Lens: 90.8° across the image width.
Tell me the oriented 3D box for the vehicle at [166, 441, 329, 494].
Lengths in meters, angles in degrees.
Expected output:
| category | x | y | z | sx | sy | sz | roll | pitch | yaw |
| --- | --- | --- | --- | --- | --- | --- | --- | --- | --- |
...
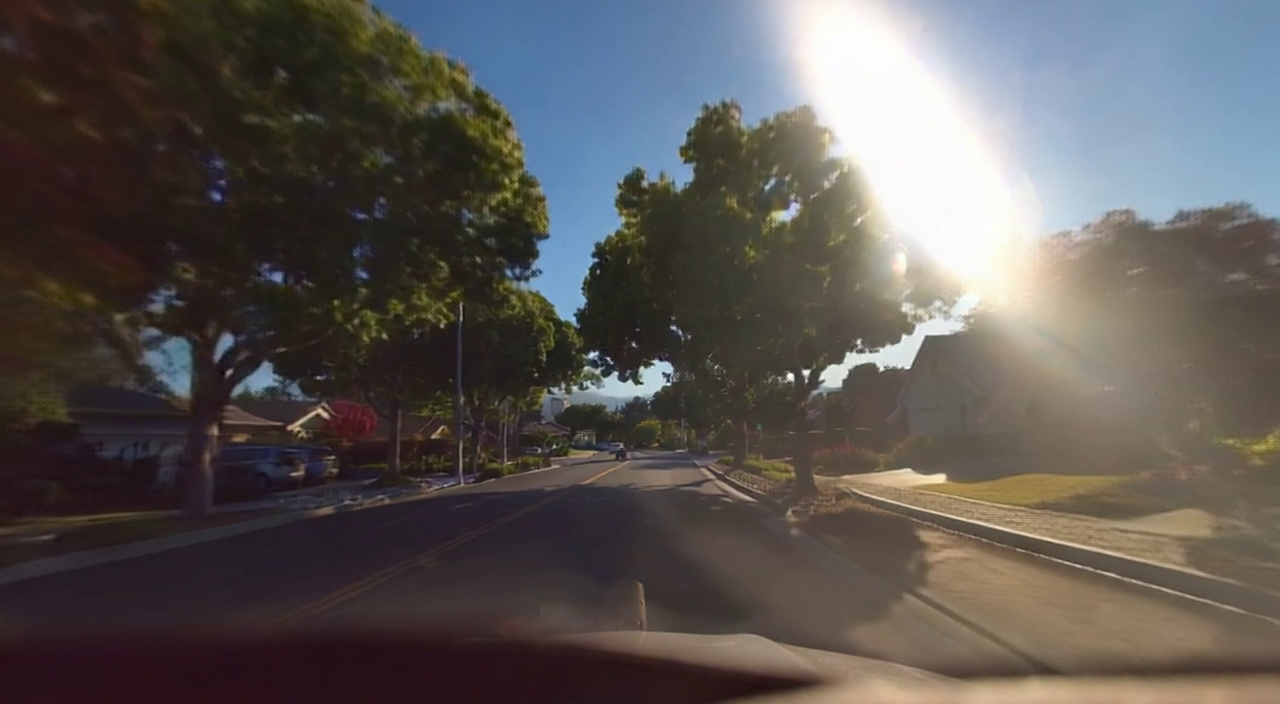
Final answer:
| category | x | y | z | sx | sy | sz | roll | pitch | yaw |
| --- | --- | --- | --- | --- | --- | --- | --- | --- | --- |
| vehicle | -13.714 | 4.049 | 22.338 | 4.370 | 1.761 | 1.901 | 1 | -9 | -6 |
